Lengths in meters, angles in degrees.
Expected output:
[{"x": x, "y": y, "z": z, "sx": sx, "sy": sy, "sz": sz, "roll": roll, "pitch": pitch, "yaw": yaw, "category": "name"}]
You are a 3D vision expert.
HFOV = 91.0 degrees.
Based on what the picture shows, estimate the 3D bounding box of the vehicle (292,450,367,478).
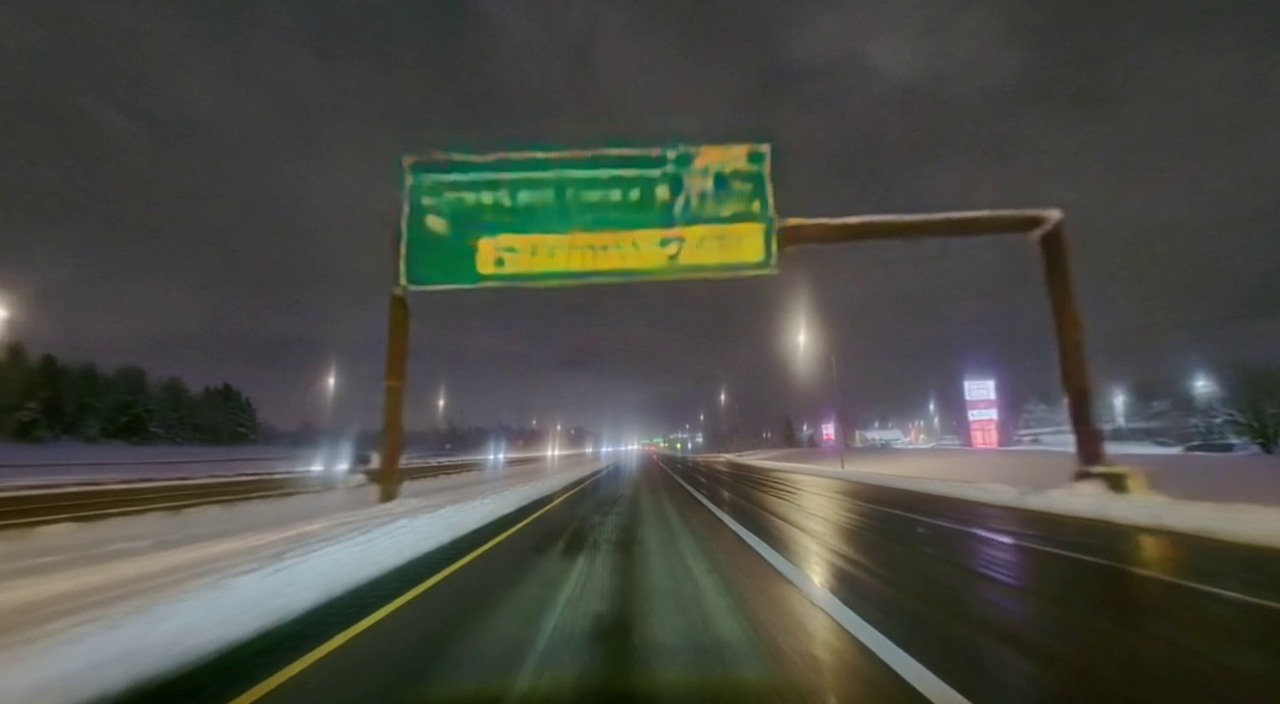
[{"x": -17.506, "y": 6.289, "z": 35.720, "sx": 1.920, "sy": 1.481, "sz": 4.515, "roll": 0, "pitch": -9, "yaw": 0, "category": "vehicle"}]
